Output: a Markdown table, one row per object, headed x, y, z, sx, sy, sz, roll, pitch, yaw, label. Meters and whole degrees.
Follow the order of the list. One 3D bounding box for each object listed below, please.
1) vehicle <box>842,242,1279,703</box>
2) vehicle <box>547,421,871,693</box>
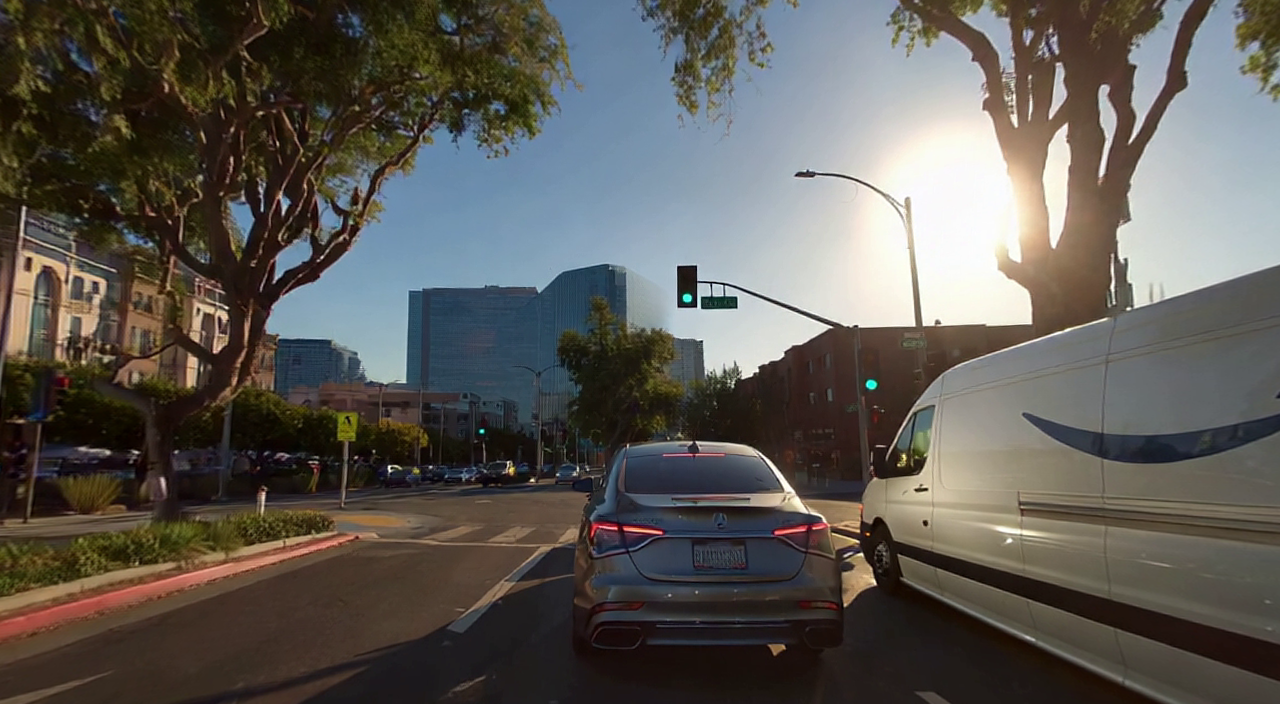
| x | y | z | sx | sy | sz | roll | pitch | yaw | label |
| --- | --- | --- | --- | --- | --- | --- | --- | --- | --- |
| 2.855 | 0.894 | 2.904 | 2.054 | 1.965 | 5.248 | 1 | -11 | 0 | vehicle |
| 0.380 | 1.589 | 5.730 | 1.961 | 1.629 | 3.610 | 1 | -10 | -1 | vehicle |
